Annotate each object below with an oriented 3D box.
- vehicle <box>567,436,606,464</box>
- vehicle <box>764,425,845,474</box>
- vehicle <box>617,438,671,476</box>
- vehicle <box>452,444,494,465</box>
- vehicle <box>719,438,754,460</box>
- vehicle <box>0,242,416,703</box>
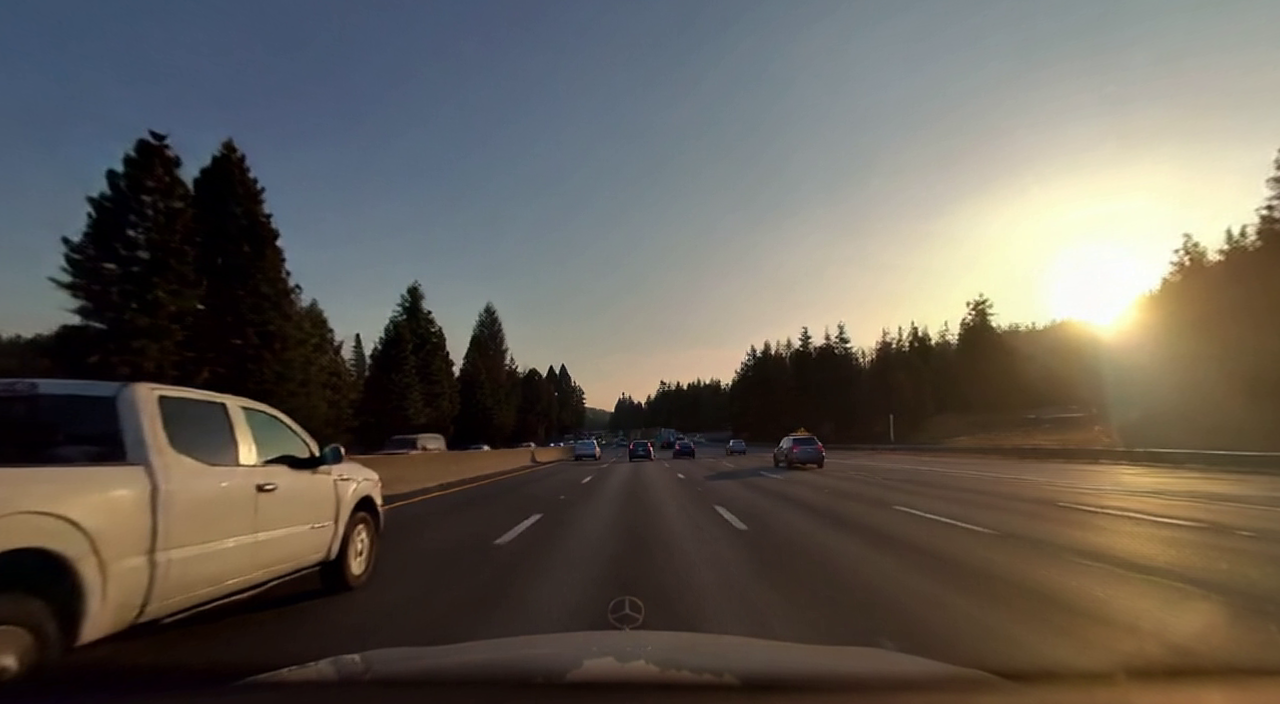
[{"bbox_3d":[-3.406,6.355,41.088,2.140,1.720,4.410,0,-8,1],"label":"vehicle"},{"bbox_3d":[6.982,4.209,27.384,2.094,1.916,5.099,0,-8,-1],"label":"vehicle"},{"bbox_3d":[0.158,4.369,26.555,2.071,1.464,4.162,0,-8,0],"label":"vehicle"},{"bbox_3d":[-13.004,7.974,49.291,2.005,1.566,4.439,0,-8,1],"label":"vehicle"},{"bbox_3d":[7.138,7.227,46.988,1.894,1.511,4.148,0,-8,-1],"label":"vehicle"},{"bbox_3d":[-3.398,0.737,2.893,2.487,1.979,5.742,0,-8,2],"label":"vehicle"}]
